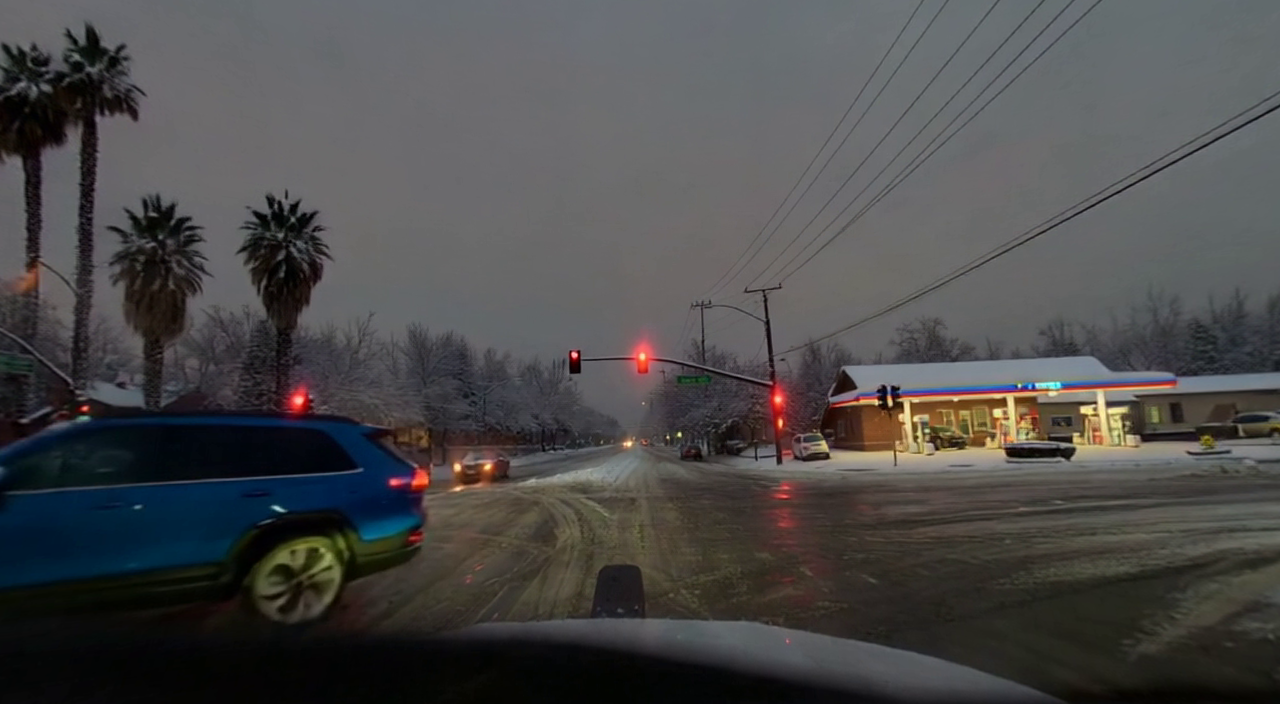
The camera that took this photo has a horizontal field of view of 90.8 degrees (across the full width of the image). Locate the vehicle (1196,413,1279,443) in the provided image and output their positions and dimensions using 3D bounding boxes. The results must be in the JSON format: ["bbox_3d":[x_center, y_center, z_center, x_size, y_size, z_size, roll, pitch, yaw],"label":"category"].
[{"bbox_3d":[38.299,4.798,39.970,4.488,1.447,1.765,-5,-8,-1],"label":"vehicle"}]

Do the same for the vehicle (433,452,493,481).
[{"bbox_3d":[-9.812,6.353,35.412,2.085,1.451,4.311,0,-9,0],"label":"vehicle"}]

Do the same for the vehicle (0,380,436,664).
[{"bbox_3d":[-4.476,1.330,5.635,1.952,1.817,5.086,-5,-10,27],"label":"vehicle"}]
